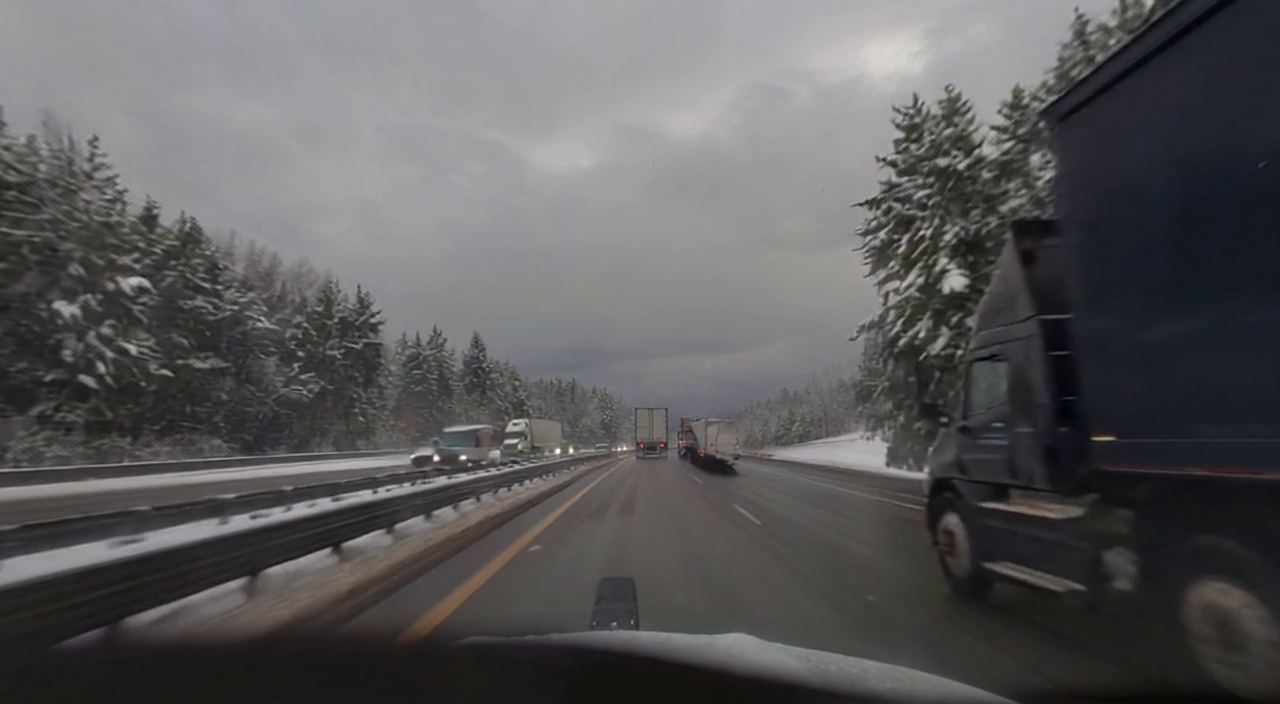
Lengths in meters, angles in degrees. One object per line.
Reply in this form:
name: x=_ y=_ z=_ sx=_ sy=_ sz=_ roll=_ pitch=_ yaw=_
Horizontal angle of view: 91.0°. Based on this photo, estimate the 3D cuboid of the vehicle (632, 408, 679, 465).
vehicle: x=0.872 y=5.363 z=39.977 sx=2.644 sy=3.247 sz=7.454 roll=0 pitch=-8 yaw=0

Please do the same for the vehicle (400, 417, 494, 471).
vehicle: x=-8.634 y=4.213 z=28.981 sx=2.193 sy=2.189 sz=6.439 roll=-1 pitch=-8 yaw=1

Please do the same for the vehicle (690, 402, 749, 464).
vehicle: x=4.912 y=5.215 z=40.213 sx=2.956 sy=3.604 sz=6.277 roll=0 pitch=-8 yaw=1

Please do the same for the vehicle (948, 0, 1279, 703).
vehicle: x=4.725 y=-0.198 z=3.277 sx=3.012 sy=3.936 sz=5.848 roll=0 pitch=-8 yaw=-1
